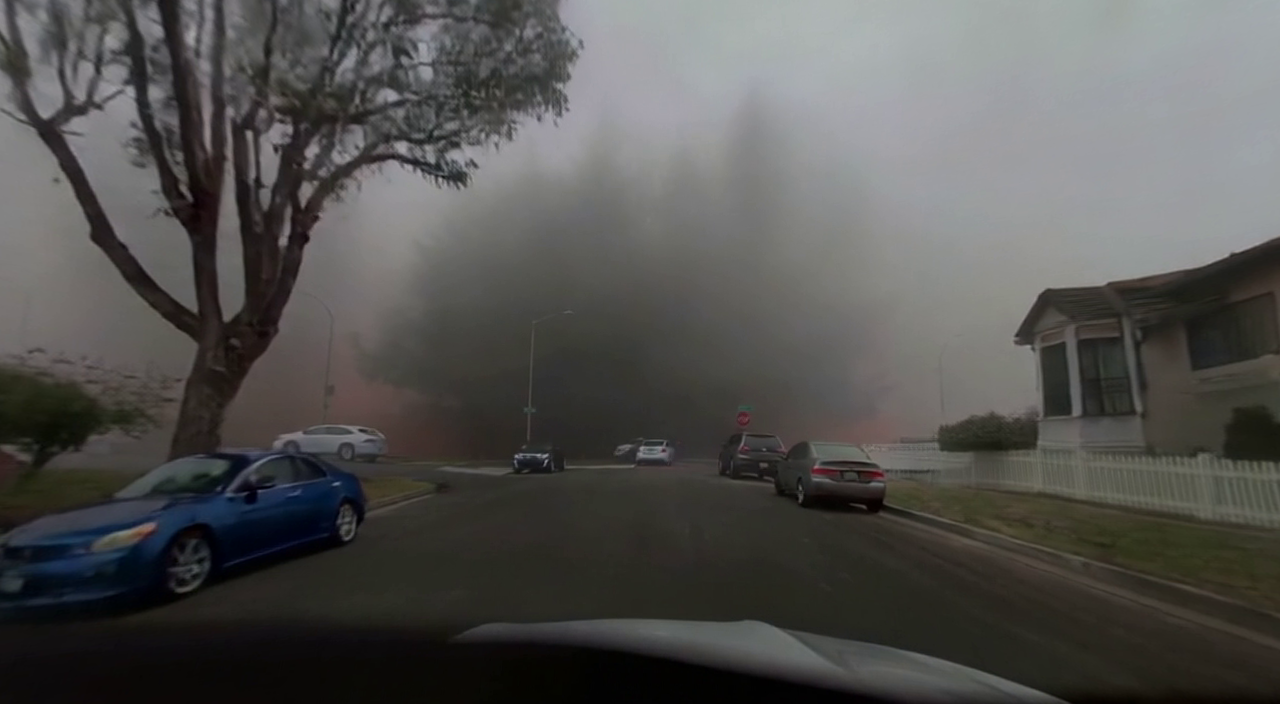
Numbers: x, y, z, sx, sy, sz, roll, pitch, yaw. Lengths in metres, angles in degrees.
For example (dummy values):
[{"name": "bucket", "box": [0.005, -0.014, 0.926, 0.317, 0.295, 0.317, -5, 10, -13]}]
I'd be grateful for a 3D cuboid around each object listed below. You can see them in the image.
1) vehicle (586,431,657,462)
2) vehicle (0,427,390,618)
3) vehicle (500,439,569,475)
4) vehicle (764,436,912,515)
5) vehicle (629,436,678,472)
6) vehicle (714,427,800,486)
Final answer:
[{"name": "vehicle", "box": [-1.435, 6.700, 44.638, 2.337, 2.039, 6.413, 5, -10, -29]}, {"name": "vehicle", "box": [-4.880, 1.698, 7.347, 1.909, 1.492, 4.615, 0, -8, 1]}, {"name": "vehicle", "box": [-4.468, 4.536, 27.418, 1.999, 1.441, 4.628, -1, -8, 3]}, {"name": "vehicle", "box": [4.179, 2.666, 14.081, 1.876, 1.477, 4.324, 0, -8, 0]}, {"name": "vehicle", "box": [0.567, 4.548, 28.204, 2.010, 1.499, 4.107, 0, -9, 0]}, {"name": "vehicle", "box": [3.964, 3.600, 21.961, 2.144, 1.751, 4.472, 2, -8, 0]}]
